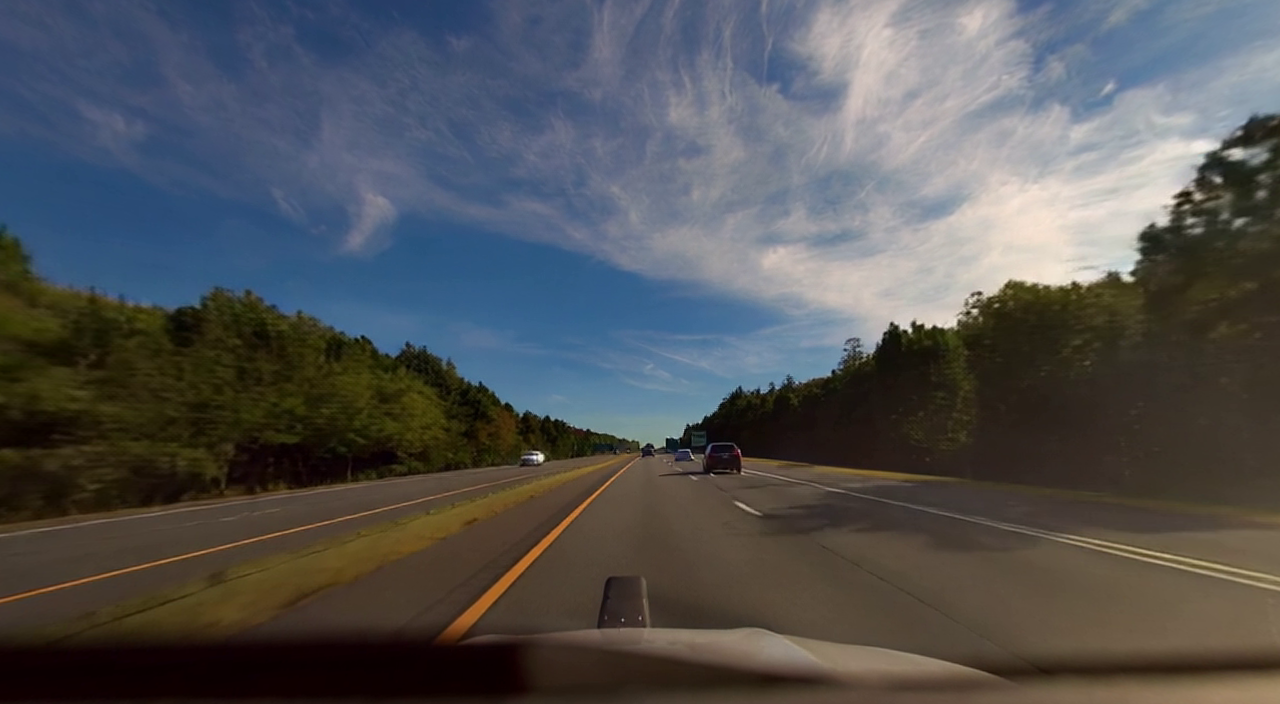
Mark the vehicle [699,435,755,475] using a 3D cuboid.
[{"bbox_3d":[4.596,5.545,34.115,2.189,2.007,4.872,0,-9,-1],"label":"vehicle"}]
